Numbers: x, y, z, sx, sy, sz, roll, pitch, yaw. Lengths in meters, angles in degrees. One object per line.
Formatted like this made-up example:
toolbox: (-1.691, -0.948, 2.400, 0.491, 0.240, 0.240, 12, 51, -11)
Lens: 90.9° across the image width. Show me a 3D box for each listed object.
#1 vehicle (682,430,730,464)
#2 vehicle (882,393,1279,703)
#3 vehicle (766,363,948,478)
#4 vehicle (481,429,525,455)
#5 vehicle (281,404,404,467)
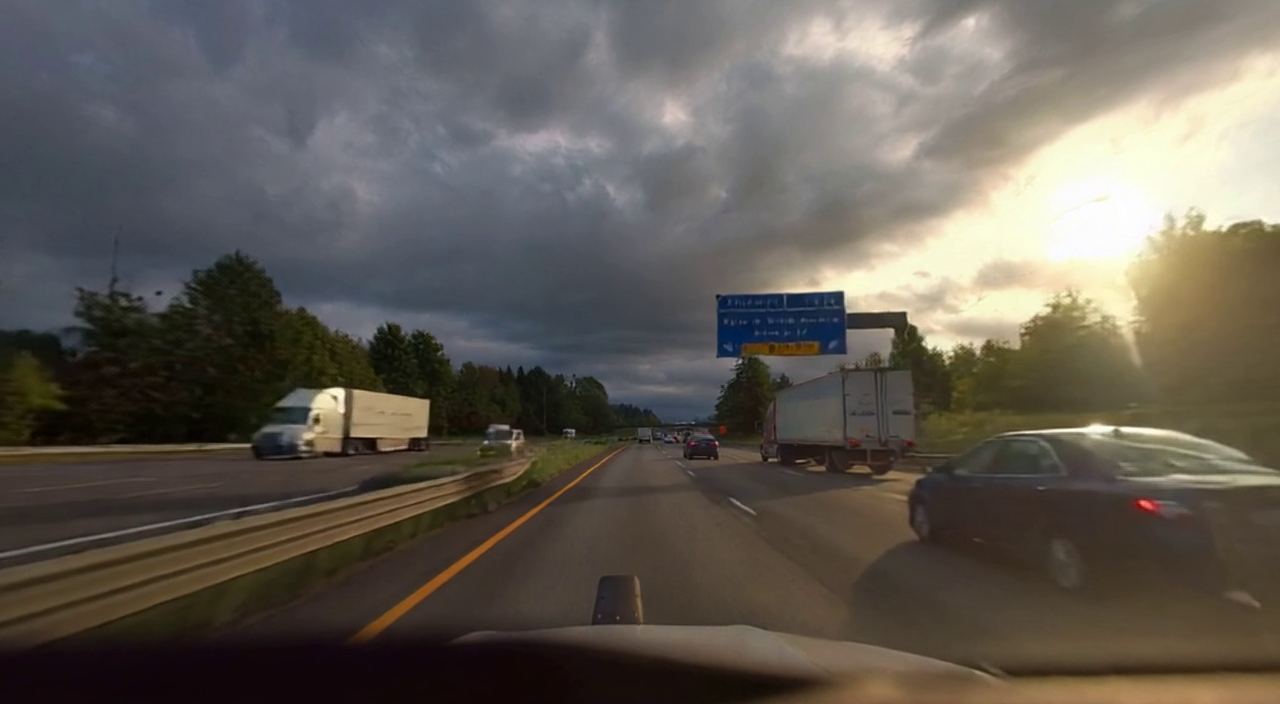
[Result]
vehicle: (3.465, 5.110, 34.090, 2.011, 1.672, 4.415, 0, -8, -2)
vehicle: (3.815, 1.216, 4.904, 1.986, 1.501, 4.529, 0, -8, -1)
vehicle: (9.130, 3.340, 29.505, 3.440, 4.093, 13.944, 0, -8, -1)
vehicle: (-9.233, 6.115, 42.795, 1.978, 1.644, 4.368, 0, -8, 0)
vehicle: (-12.805, 3.675, 27.762, 2.366, 2.438, 6.059, 0, -8, 0)
